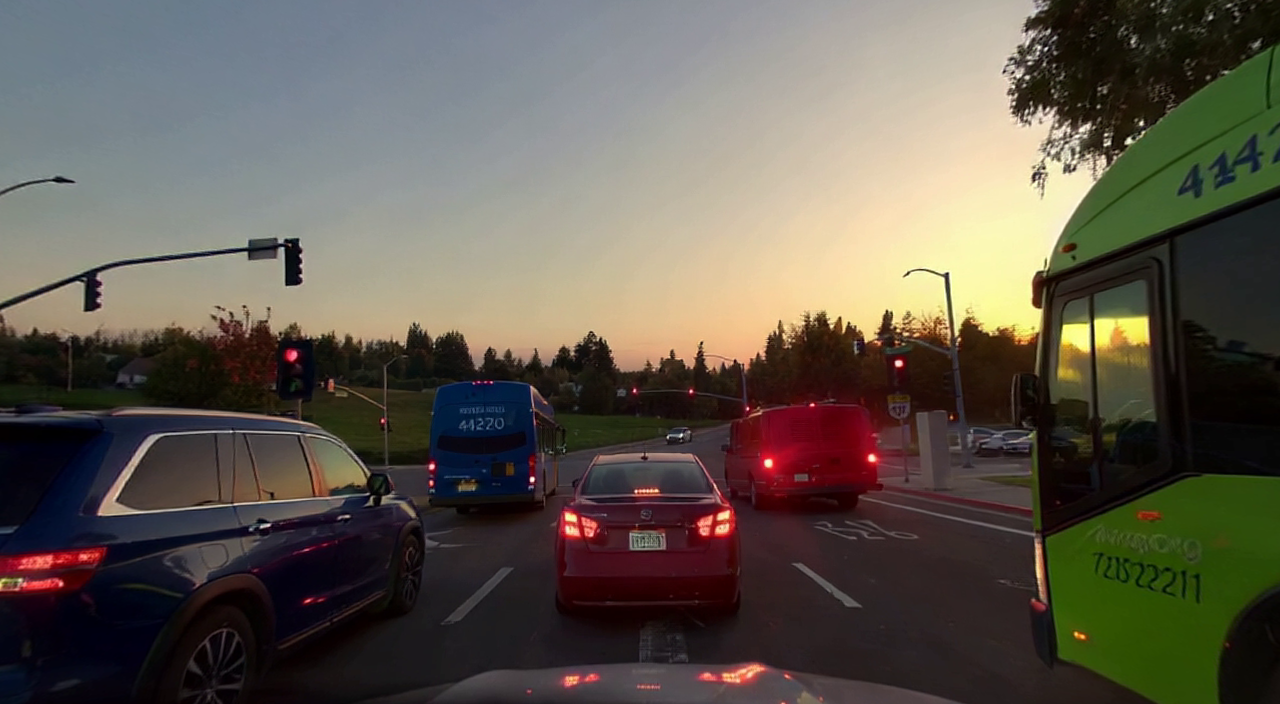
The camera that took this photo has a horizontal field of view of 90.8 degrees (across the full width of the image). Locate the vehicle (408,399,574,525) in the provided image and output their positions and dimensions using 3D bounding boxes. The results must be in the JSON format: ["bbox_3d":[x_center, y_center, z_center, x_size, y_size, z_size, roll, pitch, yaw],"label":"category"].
[{"bbox_3d":[-2.932,2.352,13.945,2.335,2.221,5.165,0,-8,1],"label":"vehicle"}]

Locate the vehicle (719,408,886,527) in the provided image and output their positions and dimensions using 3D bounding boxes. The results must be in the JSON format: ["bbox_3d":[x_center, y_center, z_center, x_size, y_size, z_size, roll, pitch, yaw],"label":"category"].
[{"bbox_3d":[3.153,2.397,13.666,2.143,2.036,5.367,0,-8,0],"label":"vehicle"}]

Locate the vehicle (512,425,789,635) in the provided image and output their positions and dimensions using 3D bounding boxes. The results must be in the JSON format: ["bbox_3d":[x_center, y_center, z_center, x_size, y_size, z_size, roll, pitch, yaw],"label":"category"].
[{"bbox_3d":[0.065,1.548,6.405,1.976,1.485,3.624,0,-8,0],"label":"vehicle"}]

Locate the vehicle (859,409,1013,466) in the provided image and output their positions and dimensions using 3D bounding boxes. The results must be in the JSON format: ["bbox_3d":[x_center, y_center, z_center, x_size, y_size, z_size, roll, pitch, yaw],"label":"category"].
[{"bbox_3d":[17.595,5.130,37.914,7.839,3.213,2.628,0,-8,-3],"label":"vehicle"}]

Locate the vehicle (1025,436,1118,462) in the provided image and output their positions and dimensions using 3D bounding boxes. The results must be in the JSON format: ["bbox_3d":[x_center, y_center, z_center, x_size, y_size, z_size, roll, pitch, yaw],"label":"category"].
[{"bbox_3d":[25.869,5.824,37.972,4.229,1.489,1.794,0,-8,-1],"label":"vehicle"}]

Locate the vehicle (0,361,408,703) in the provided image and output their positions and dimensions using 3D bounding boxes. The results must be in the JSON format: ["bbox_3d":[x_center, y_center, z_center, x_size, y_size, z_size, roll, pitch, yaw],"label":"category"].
[{"bbox_3d":[-3.411,1.177,4.618,1.921,1.701,3.989,0,-8,0],"label":"vehicle"}]
